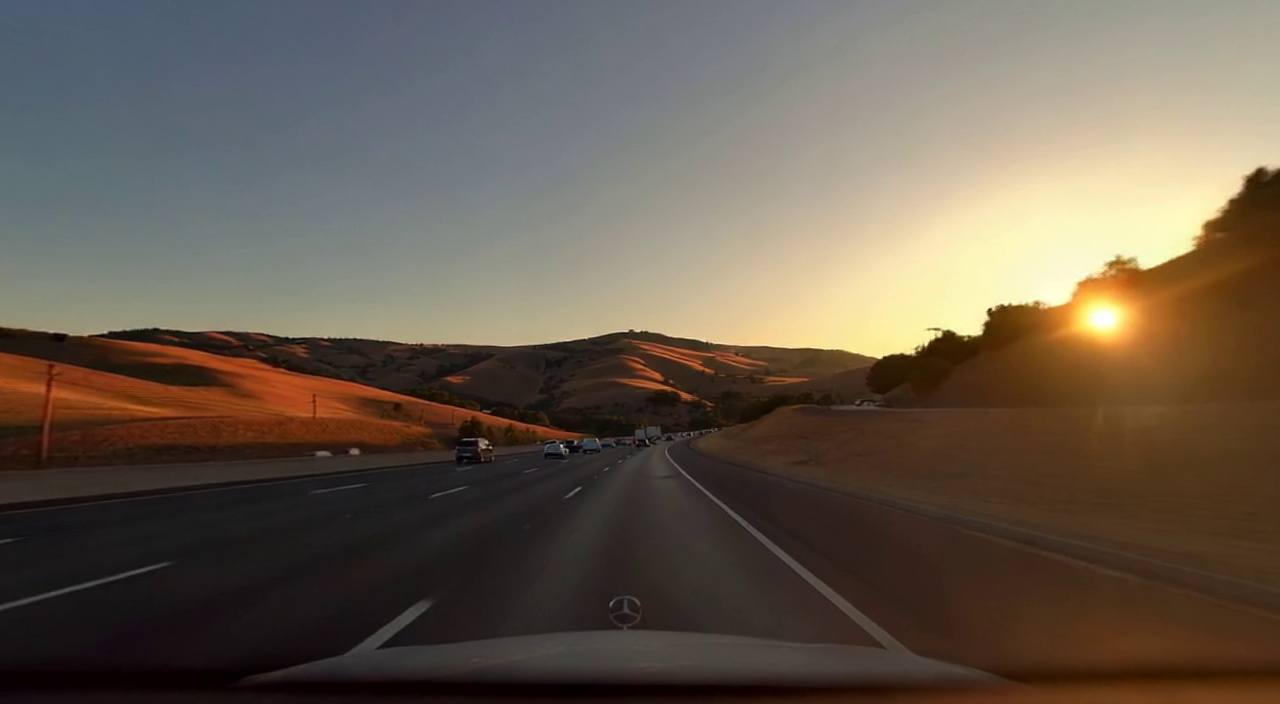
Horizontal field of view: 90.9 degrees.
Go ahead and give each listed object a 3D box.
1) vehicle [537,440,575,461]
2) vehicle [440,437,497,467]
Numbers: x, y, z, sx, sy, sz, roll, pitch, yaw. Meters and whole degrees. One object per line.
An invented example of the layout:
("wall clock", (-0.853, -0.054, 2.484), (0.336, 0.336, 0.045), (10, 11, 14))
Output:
("vehicle", (-6.333, 7.464, 47.945), (2.107, 1.484, 4.449), (0, -9, 2))
("vehicle", (-10.401, 6.074, 38.547), (2.122, 1.695, 4.437), (0, -9, 2))
